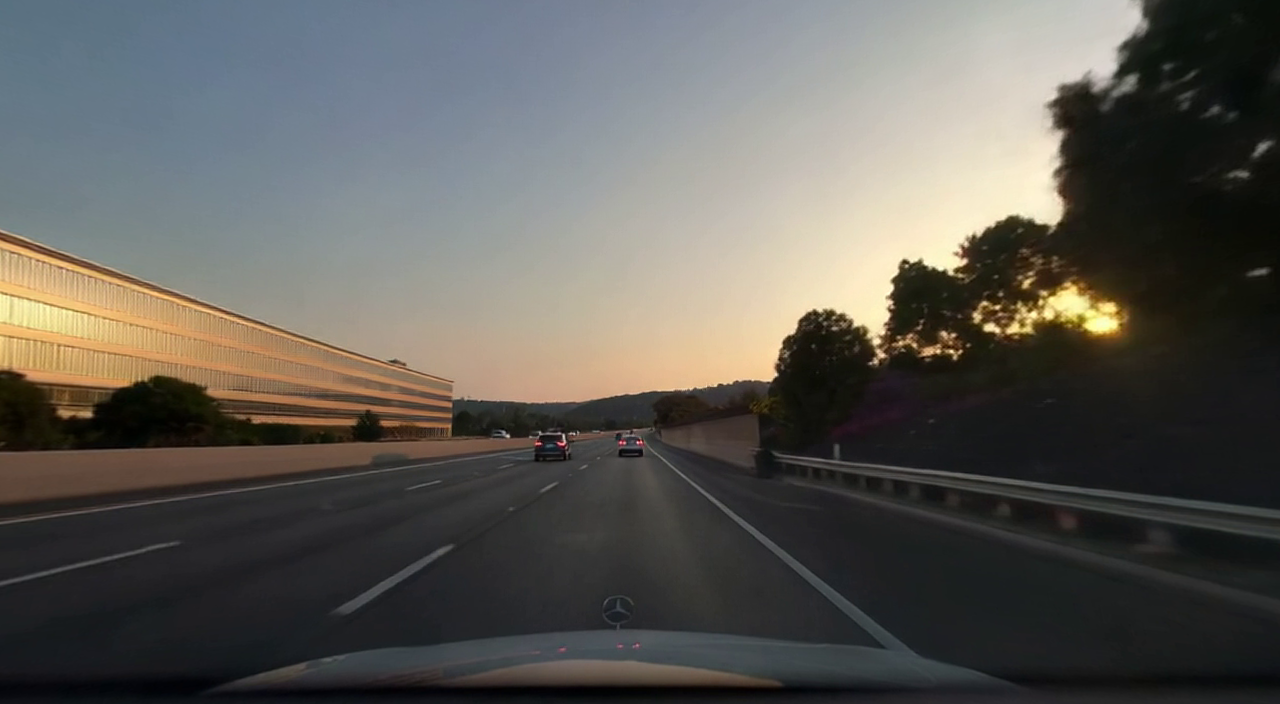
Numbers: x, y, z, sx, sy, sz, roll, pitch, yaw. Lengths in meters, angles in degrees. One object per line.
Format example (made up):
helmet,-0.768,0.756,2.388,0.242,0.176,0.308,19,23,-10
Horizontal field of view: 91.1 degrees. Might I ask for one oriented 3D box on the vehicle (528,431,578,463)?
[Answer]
vehicle,-4.635,5.110,34.142,2.036,1.612,4.510,0,-8,0
